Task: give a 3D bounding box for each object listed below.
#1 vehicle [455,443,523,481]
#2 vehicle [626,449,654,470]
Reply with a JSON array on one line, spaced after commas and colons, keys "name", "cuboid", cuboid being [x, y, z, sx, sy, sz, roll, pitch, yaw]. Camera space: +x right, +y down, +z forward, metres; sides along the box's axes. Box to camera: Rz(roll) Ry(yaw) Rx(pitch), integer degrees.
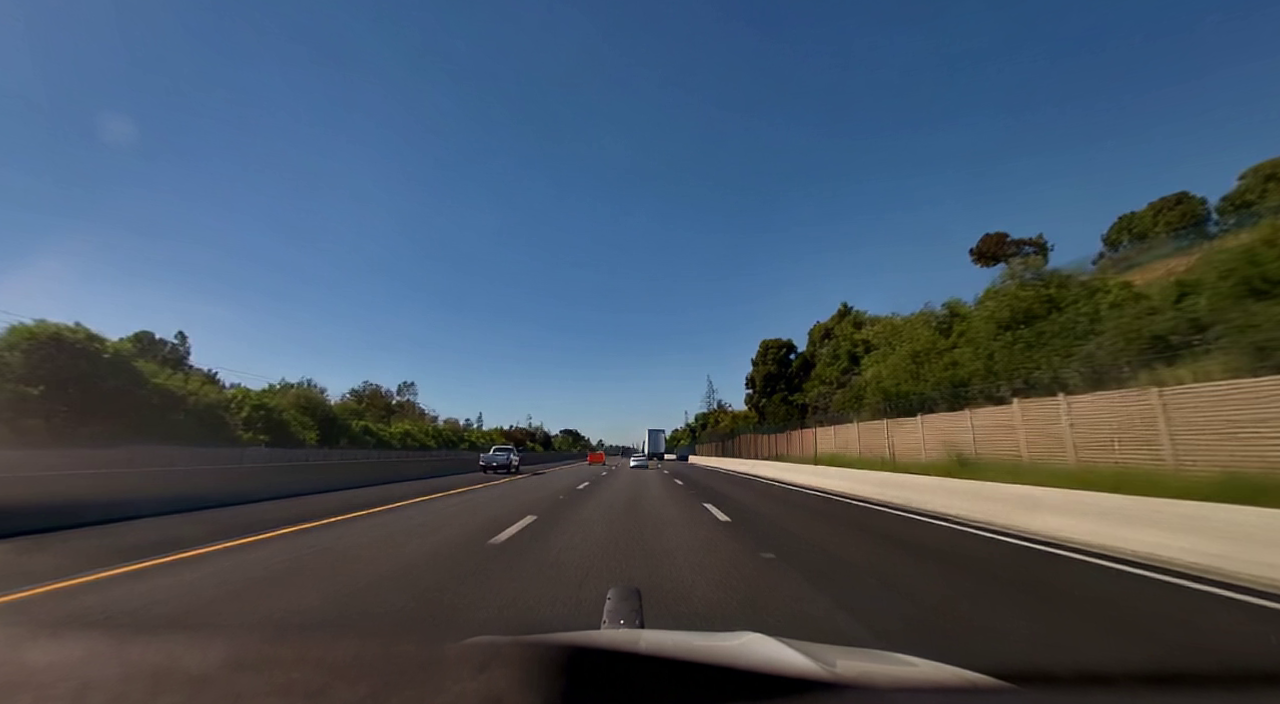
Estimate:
[{"name": "vehicle", "cuboid": [-7.330, 5.377, 31.117, 2.123, 1.671, 4.579, -1, -9, 1]}, {"name": "vehicle", "cuboid": [-0.030, 8.314, 48.951, 2.033, 1.465, 3.775, 0, -9, -1]}]
